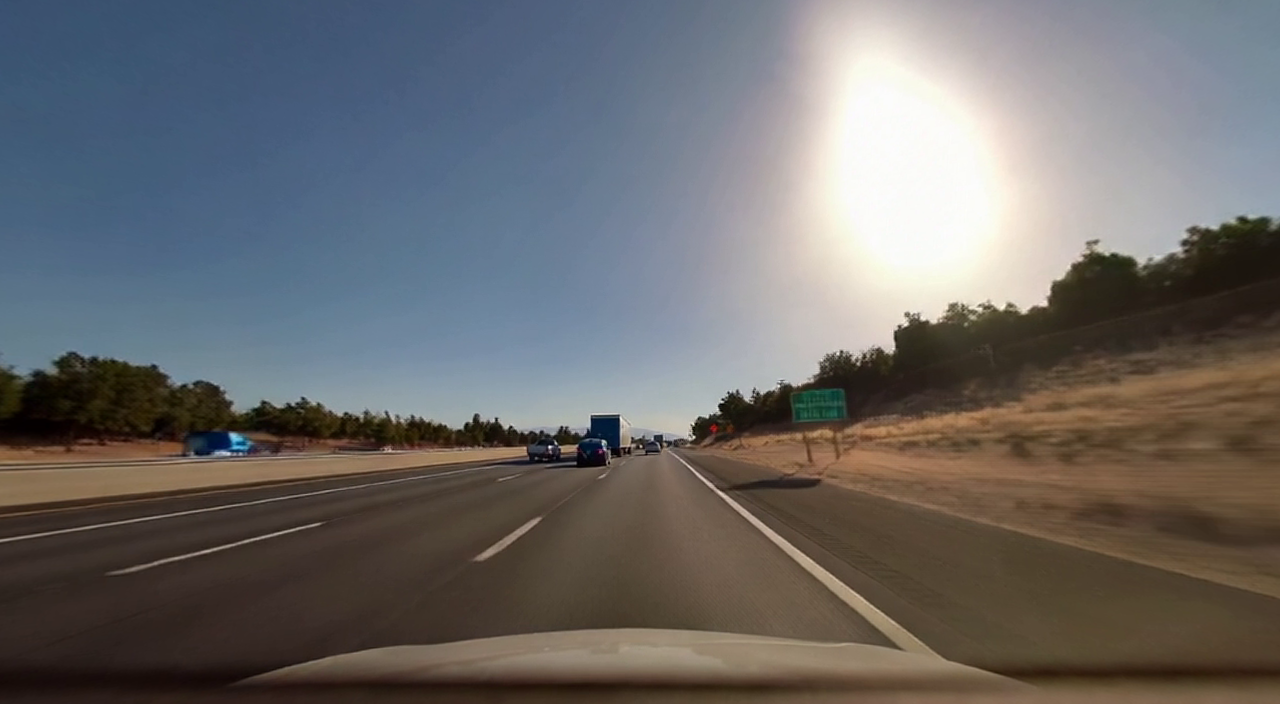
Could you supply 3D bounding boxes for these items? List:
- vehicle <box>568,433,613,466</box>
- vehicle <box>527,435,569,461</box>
[{"bbox_3d":[-2.785,5.587,36.148,2.194,1.766,3.720,0,-8,1],"label":"vehicle"},{"bbox_3d":[-6.476,6.838,44.644,2.078,1.729,4.722,0,-8,2],"label":"vehicle"}]
